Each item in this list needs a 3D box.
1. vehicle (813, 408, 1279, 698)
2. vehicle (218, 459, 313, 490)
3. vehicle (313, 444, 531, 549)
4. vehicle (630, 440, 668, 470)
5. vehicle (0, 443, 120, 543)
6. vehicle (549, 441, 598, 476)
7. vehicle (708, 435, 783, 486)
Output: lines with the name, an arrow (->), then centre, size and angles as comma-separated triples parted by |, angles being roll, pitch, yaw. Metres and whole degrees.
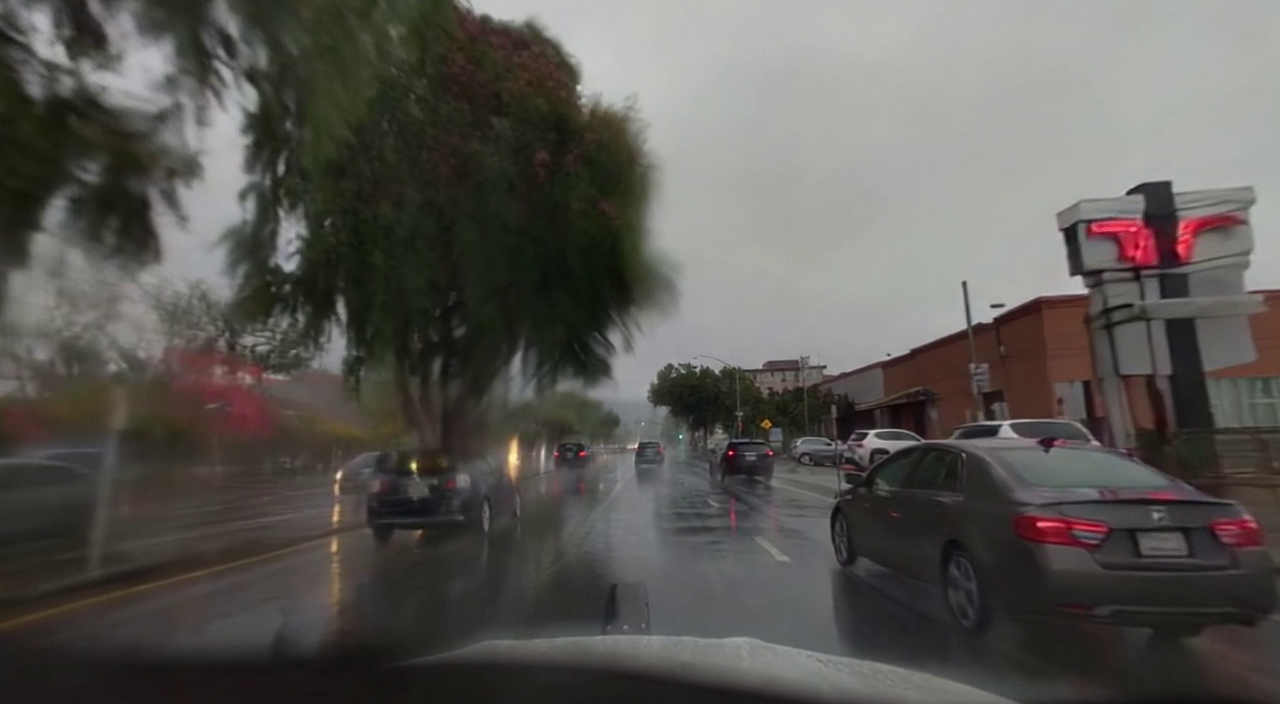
vehicle -> 3.140, 1.390, 5.648 | 1.919, 1.502, 4.572 | 0, -8, 1
vehicle -> -20.457, 6.695, 34.718 | 2.223, 1.461, 4.721 | 0, -8, 3
vehicle -> -3.245, 2.226, 10.497 | 2.013, 1.354, 4.393 | 0, -8, 1
vehicle -> 0.532, 6.196, 38.021 | 2.192, 1.674, 4.124 | 0, -8, 0
vehicle -> -11.986, 2.435, 10.930 | 1.993, 1.696, 4.529 | 0, -8, 1
vehicle -> -3.323, 5.383, 32.121 | 1.988, 1.645, 3.995 | 0, -8, 1
vehicle -> 3.835, 4.042, 23.865 | 1.980, 1.709, 4.813 | 0, -8, 0
